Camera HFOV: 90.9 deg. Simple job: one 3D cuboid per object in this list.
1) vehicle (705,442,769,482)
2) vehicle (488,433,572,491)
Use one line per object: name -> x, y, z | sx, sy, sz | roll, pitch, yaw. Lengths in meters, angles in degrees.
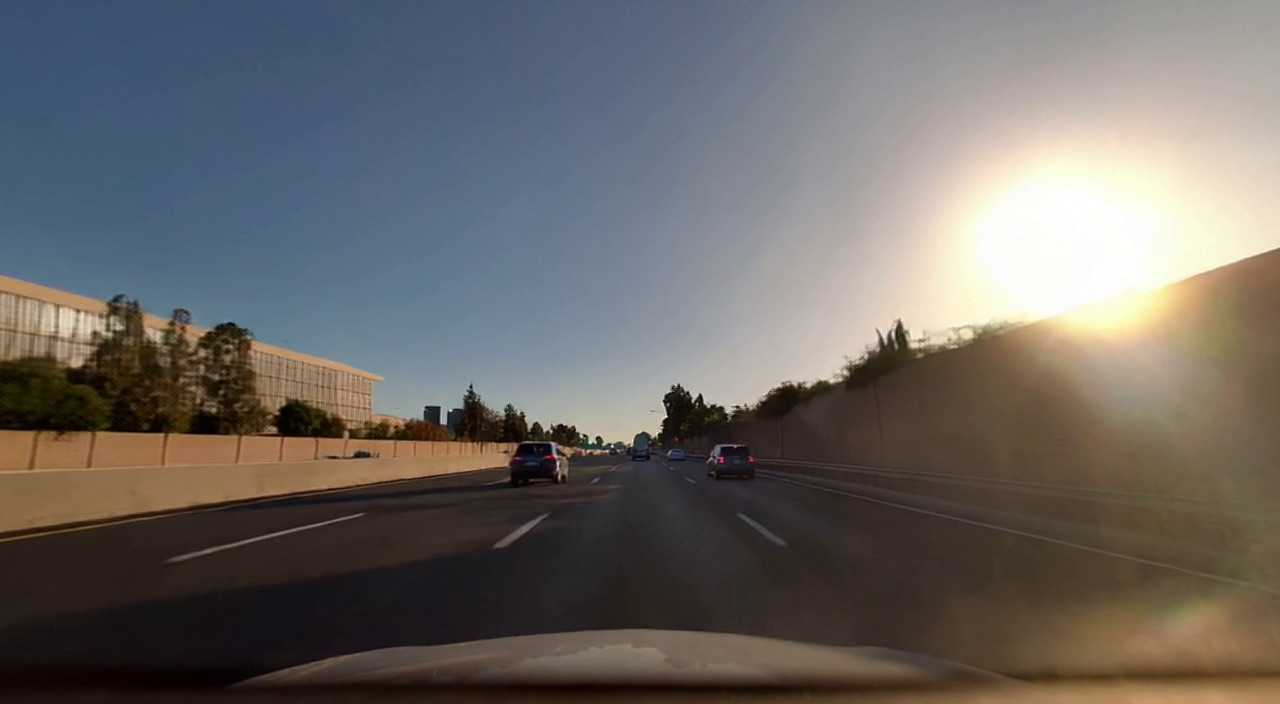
vehicle -> 4.035, 4.664, 26.865 | 1.973, 1.536, 4.337 | 0, -9, -1
vehicle -> -3.700, 3.803, 22.094 | 2.014, 1.811, 4.369 | 0, -9, 2
